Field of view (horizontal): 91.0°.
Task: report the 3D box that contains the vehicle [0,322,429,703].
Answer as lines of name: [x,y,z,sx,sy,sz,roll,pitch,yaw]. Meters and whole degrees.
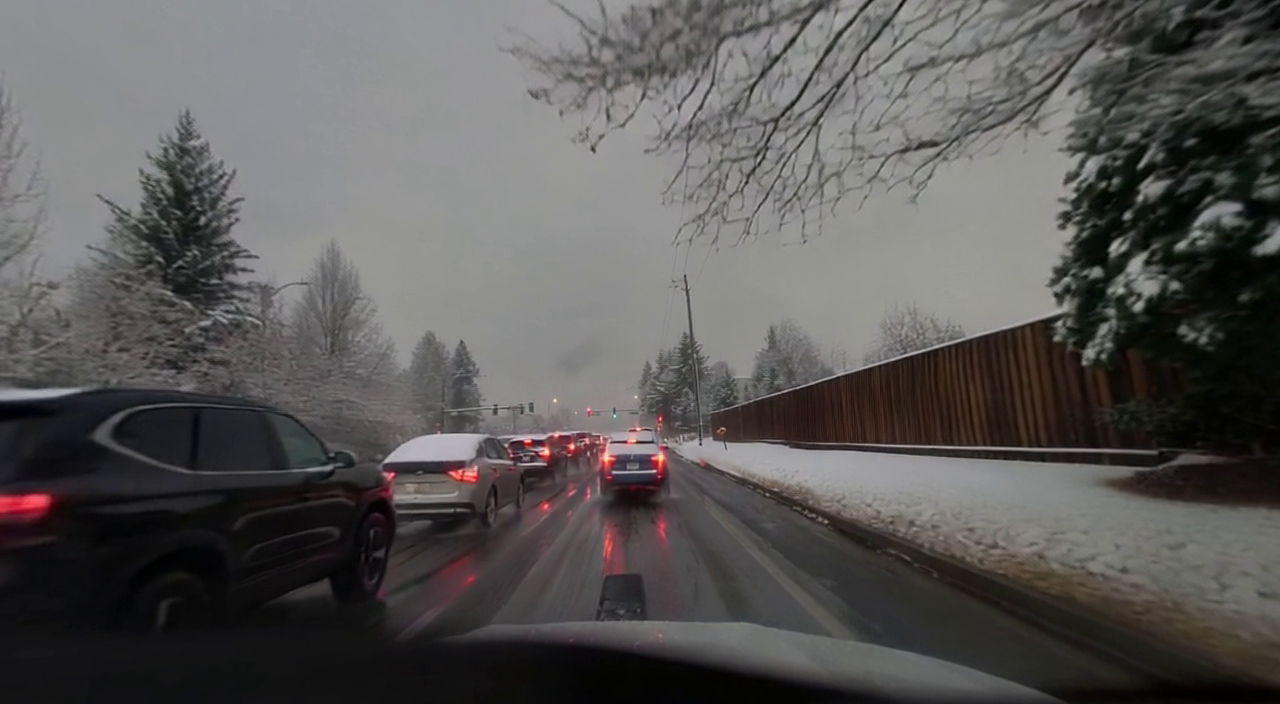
vehicle: [-3.090,1.052,3.931,1.999,1.727,4.340,0,-8,0]

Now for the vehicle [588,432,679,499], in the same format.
vehicle: [-0.138,2.773,15.742,1.995,1.460,3.865,0,-8,0]

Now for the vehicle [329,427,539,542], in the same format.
vehicle: [-3.155,2.130,10.842,1.980,1.520,4.636,0,-8,1]
